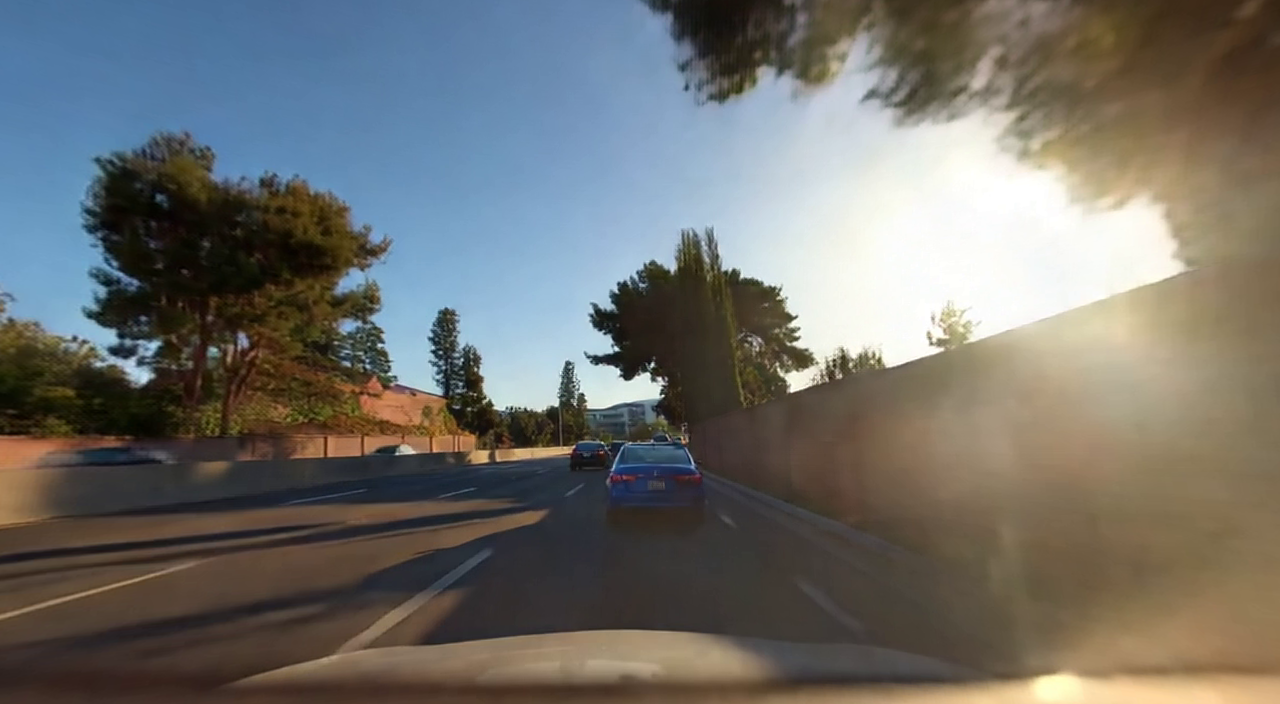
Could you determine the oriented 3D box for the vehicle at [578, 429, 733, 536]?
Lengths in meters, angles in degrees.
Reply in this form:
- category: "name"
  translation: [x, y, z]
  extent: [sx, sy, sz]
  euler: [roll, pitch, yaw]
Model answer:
- category: "vehicle"
  translation: [0.195, 2.184, 11.235]
  extent: [2.205, 1.509, 4.272]
  euler: [0, -8, -1]
